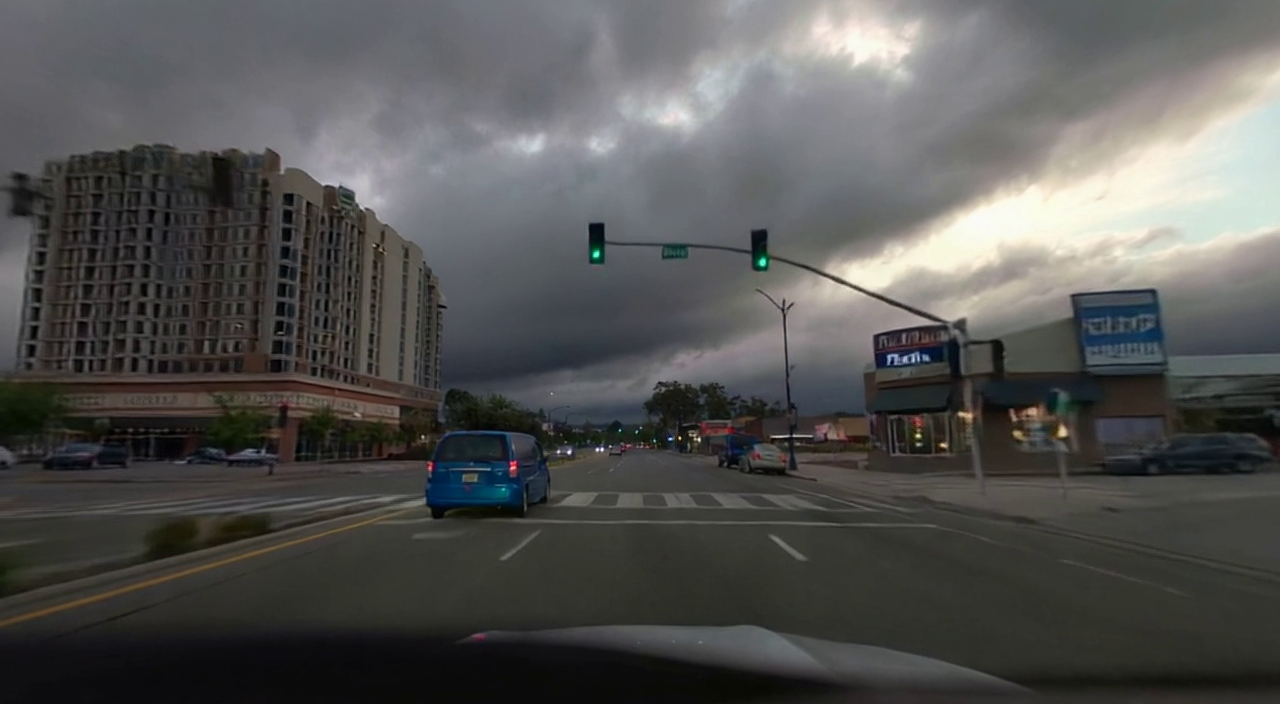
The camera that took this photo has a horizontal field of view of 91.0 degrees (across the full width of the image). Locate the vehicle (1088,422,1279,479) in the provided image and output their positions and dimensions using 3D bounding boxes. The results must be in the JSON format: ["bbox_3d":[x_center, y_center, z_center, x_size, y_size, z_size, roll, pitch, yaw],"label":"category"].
[{"bbox_3d":[20.989,3.773,24.206,5.551,2.016,2.205,-1,-9,7],"label":"vehicle"}]

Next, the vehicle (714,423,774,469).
[{"bbox_3d":[6.247,5.810,38.834,2.642,2.582,6.157,0,-8,0],"label":"vehicle"}]

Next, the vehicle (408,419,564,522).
[{"bbox_3d":[-2.825,2.276,12.553,2.080,1.722,3.766,0,-8,1],"label":"vehicle"}]

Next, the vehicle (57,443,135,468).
[{"bbox_3d":[-38.726,7.338,44.895,1.758,1.693,4.003,-1,-8,5],"label":"vehicle"}]

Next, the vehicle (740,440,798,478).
[{"bbox_3d":[6.435,5.355,31.935,1.942,1.753,4.912,0,-8,0],"label":"vehicle"}]
